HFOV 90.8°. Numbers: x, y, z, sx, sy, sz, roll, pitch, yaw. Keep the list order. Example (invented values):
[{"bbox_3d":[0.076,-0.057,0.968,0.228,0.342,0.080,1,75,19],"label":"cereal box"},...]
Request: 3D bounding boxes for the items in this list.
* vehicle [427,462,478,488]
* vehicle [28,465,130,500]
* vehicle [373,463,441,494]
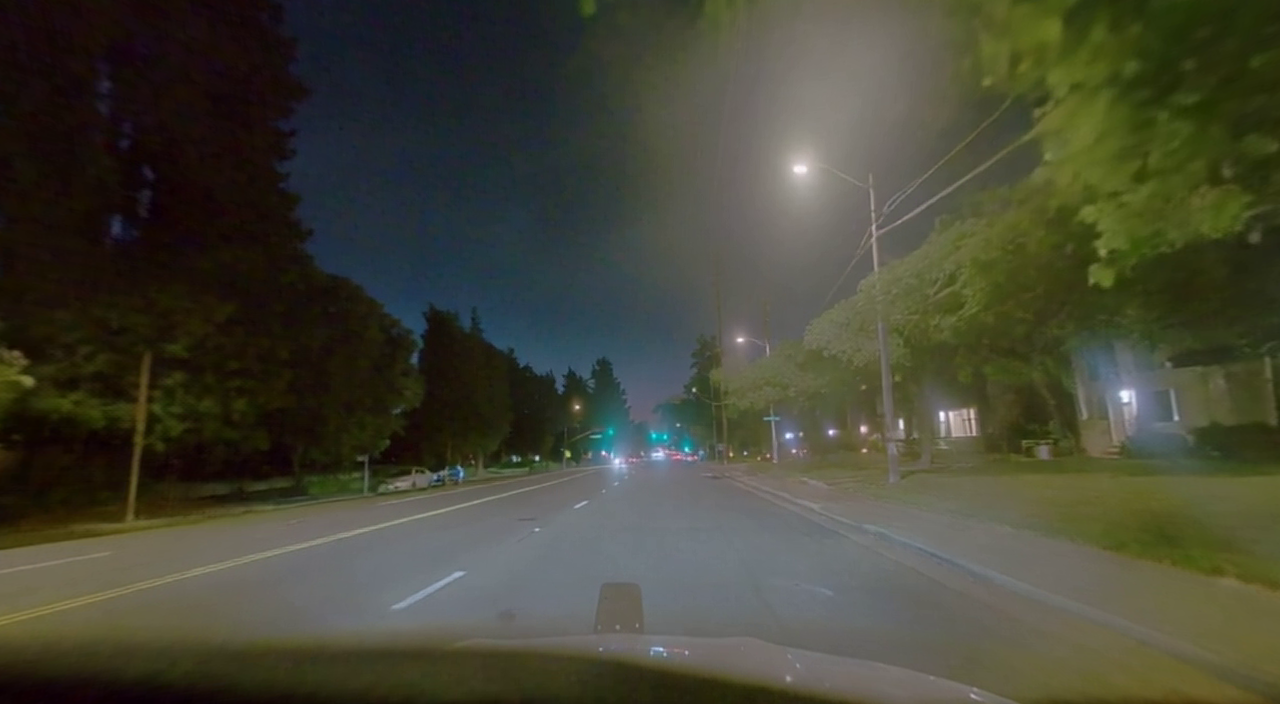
[{"bbox_3d":[-12.551,8.222,42.511,1.863,1.481,4.363,-3,-9,4],"label":"vehicle"},{"bbox_3d":[-26.933,6.229,30.552,1.769,1.414,4.434,2,-9,-14],"label":"vehicle"},{"bbox_3d":[-13.013,7.082,35.518,1.936,1.489,4.311,-1,-9,4],"label":"vehicle"}]
